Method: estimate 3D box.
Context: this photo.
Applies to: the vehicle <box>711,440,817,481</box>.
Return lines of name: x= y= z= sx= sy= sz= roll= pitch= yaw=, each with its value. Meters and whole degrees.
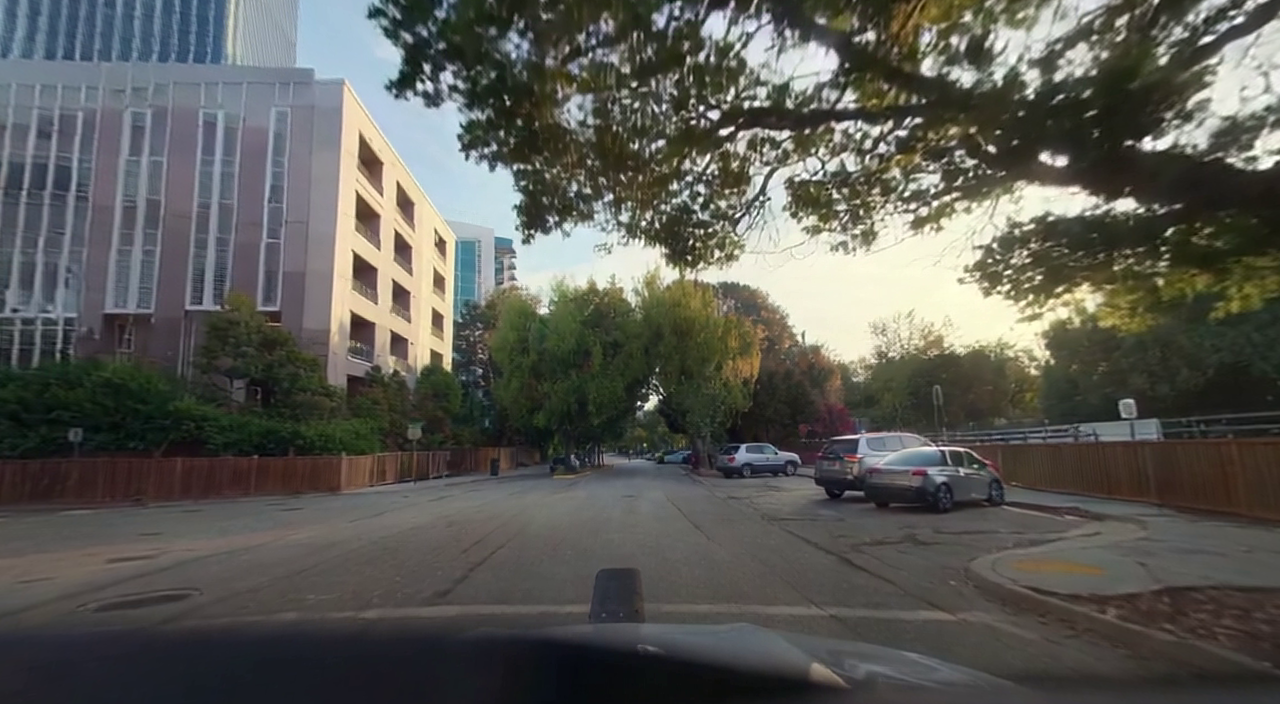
vehicle: x=6.509 y=5.640 z=33.027 sx=5.061 sy=1.829 sz=2.274 roll=2 pitch=-9 yaw=-29

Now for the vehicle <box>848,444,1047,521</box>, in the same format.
vehicle: x=7.050 y=2.863 z=14.396 sx=4.402 sy=1.474 sz=1.957 roll=6 pitch=-10 yaw=-32
